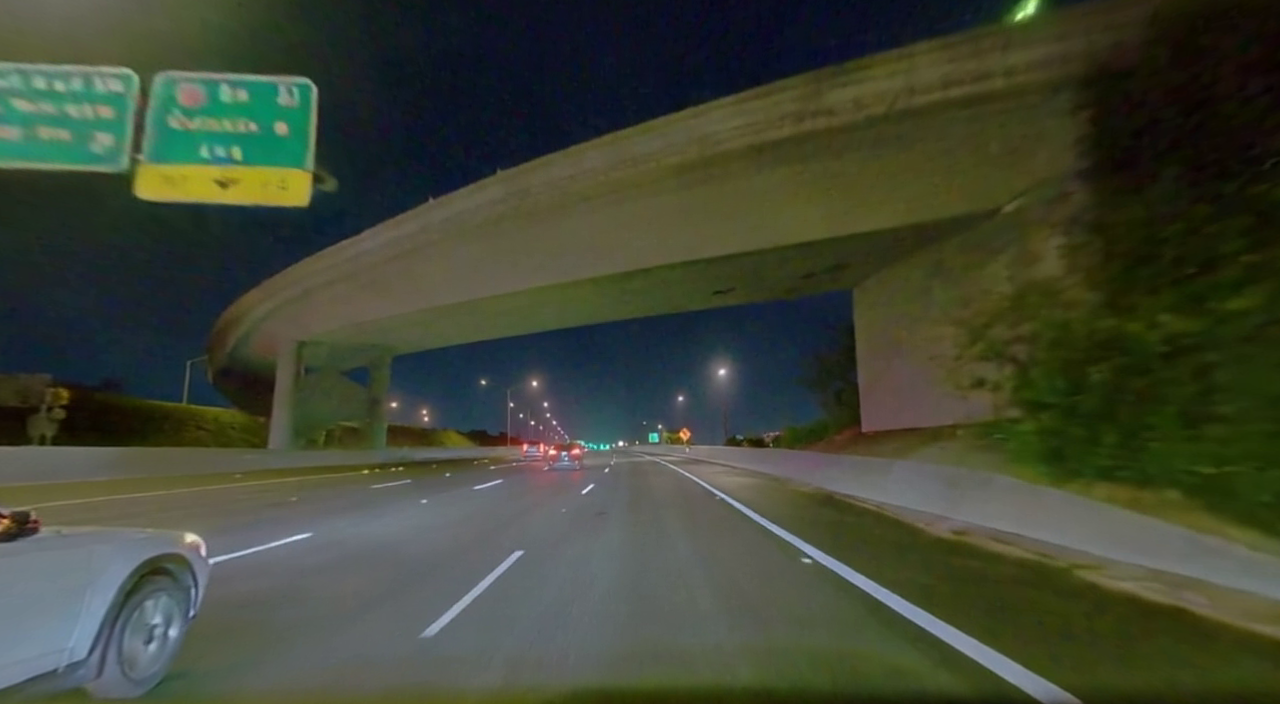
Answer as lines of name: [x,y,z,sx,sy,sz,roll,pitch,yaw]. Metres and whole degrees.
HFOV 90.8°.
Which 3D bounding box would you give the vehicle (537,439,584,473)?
vehicle: [-4.111,5.440,33.281,1.971,1.643,4.009,0,-8,-1]
